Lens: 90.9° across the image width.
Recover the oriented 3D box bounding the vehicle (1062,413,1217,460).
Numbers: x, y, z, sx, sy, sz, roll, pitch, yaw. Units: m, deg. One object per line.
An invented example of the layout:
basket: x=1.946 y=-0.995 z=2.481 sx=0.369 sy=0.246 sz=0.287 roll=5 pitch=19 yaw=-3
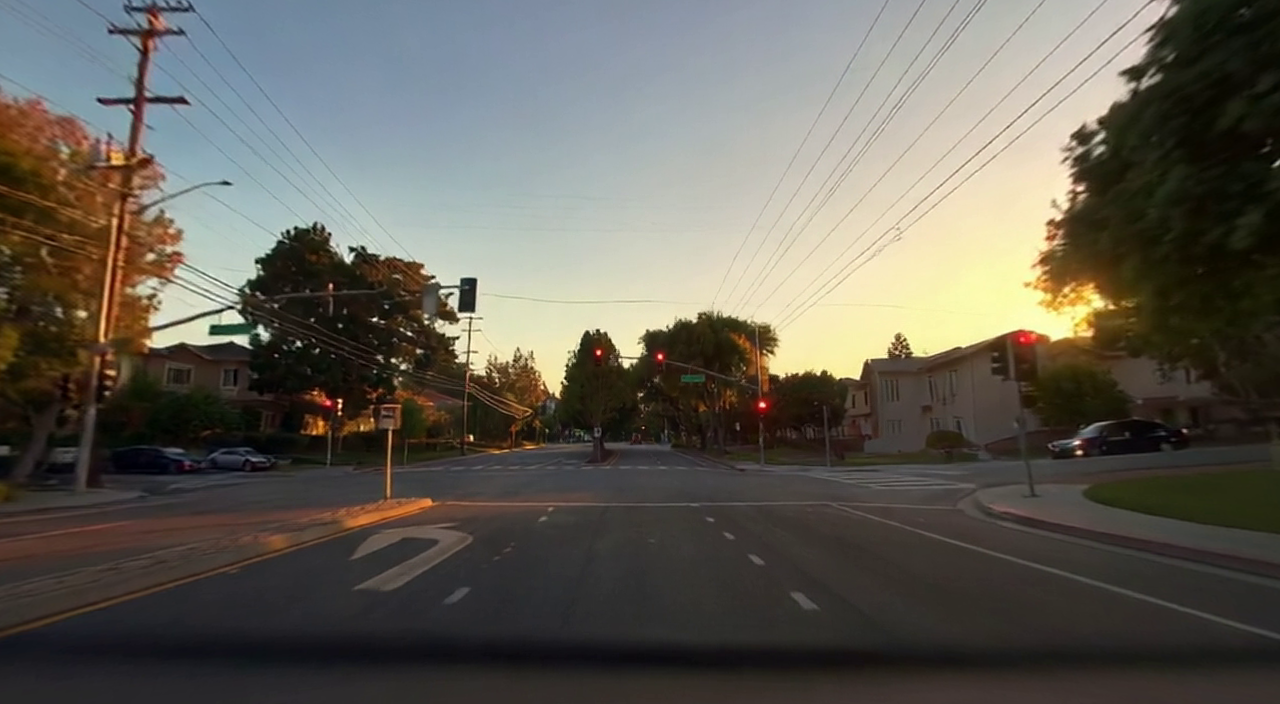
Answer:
vehicle: x=21.652 y=3.715 z=27.521 sx=4.775 sy=1.952 sz=2.239 roll=0 pitch=-9 yaw=0

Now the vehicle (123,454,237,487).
vehicle: x=-24.737 y=6.373 z=34.019 sx=4.553 sy=1.722 sz=1.915 roll=0 pitch=-9 yaw=-2

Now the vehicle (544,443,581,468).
vehicle: x=-5.156 y=6.958 z=42.691 sx=1.948 sy=1.471 sz=5.408 roll=2 pitch=-8 yaw=-2
